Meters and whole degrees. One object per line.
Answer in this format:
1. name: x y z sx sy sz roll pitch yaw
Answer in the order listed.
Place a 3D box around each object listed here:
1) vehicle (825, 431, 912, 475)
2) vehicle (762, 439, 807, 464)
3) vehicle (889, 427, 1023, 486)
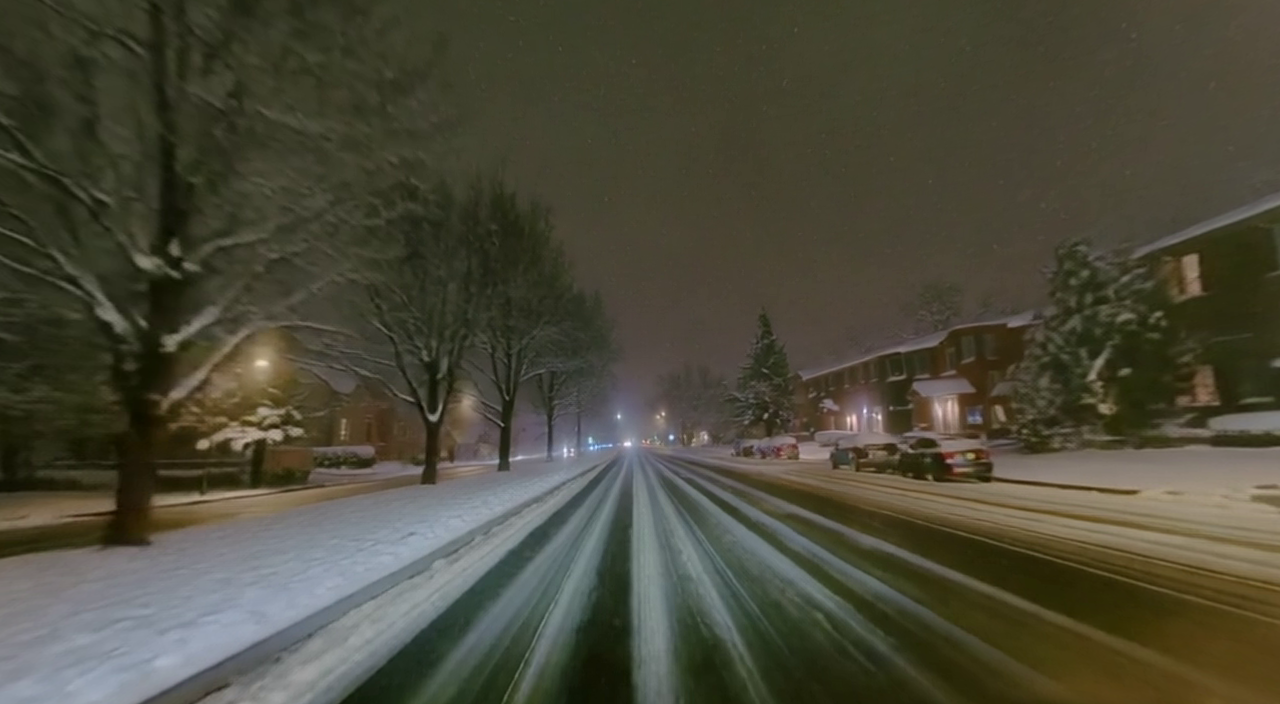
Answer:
1. vehicle: 9.839 4.396 27.626 2.037 1.732 4.530 0 -8 -1
2. vehicle: 9.774 6.740 43.038 1.970 1.610 4.247 0 -8 -1
3. vehicle: 9.939 3.315 20.316 1.984 1.672 4.262 0 -8 -2
